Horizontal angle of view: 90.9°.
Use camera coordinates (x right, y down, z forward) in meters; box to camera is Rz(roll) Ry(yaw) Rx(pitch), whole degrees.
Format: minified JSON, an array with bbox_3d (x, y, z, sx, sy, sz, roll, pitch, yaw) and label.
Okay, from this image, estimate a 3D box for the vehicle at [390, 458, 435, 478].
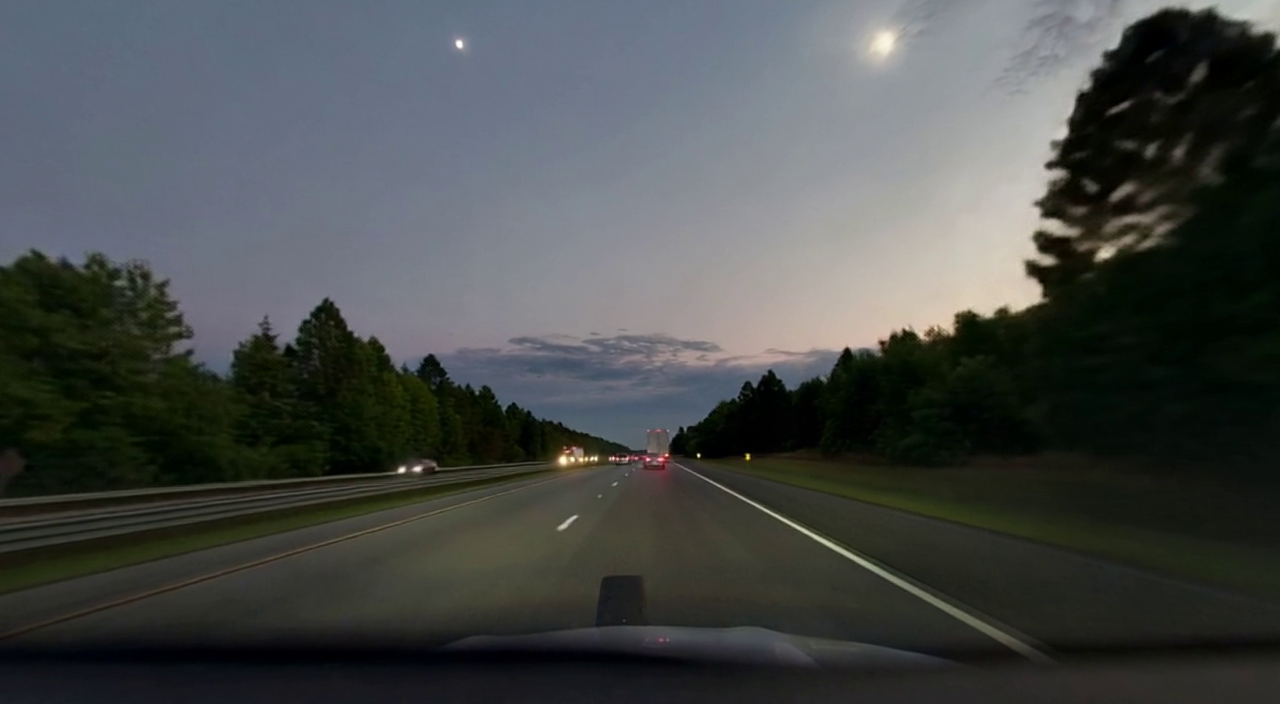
[{"bbox_3d":[-17.530,8.949,48.804,1.876,1.437,3.888,-1,-9,3],"label":"vehicle"}]
